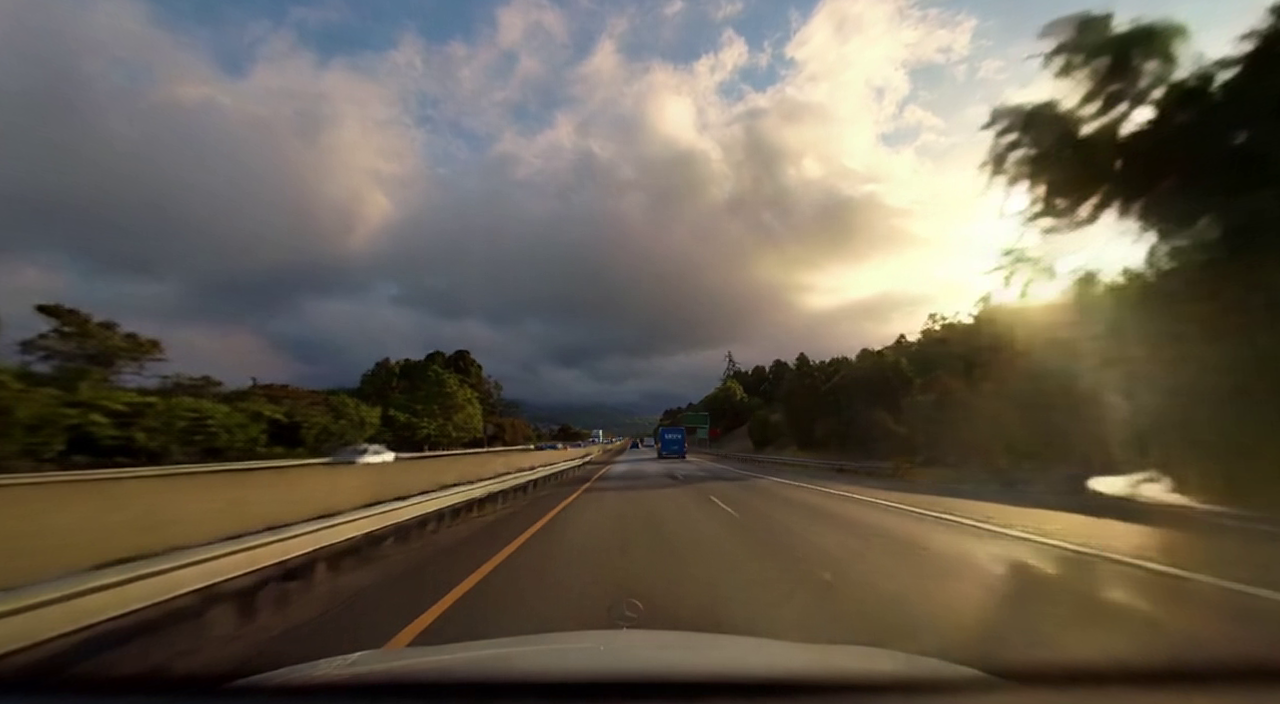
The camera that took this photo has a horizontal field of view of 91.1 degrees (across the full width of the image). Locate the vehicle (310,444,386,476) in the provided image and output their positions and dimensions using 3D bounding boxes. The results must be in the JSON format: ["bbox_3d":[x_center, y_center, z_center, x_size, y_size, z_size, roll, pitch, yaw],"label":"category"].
[{"bbox_3d":[-14.480,5.365,31.420,1.803,1.483,3.982,-1,-9,1],"label":"vehicle"}]
